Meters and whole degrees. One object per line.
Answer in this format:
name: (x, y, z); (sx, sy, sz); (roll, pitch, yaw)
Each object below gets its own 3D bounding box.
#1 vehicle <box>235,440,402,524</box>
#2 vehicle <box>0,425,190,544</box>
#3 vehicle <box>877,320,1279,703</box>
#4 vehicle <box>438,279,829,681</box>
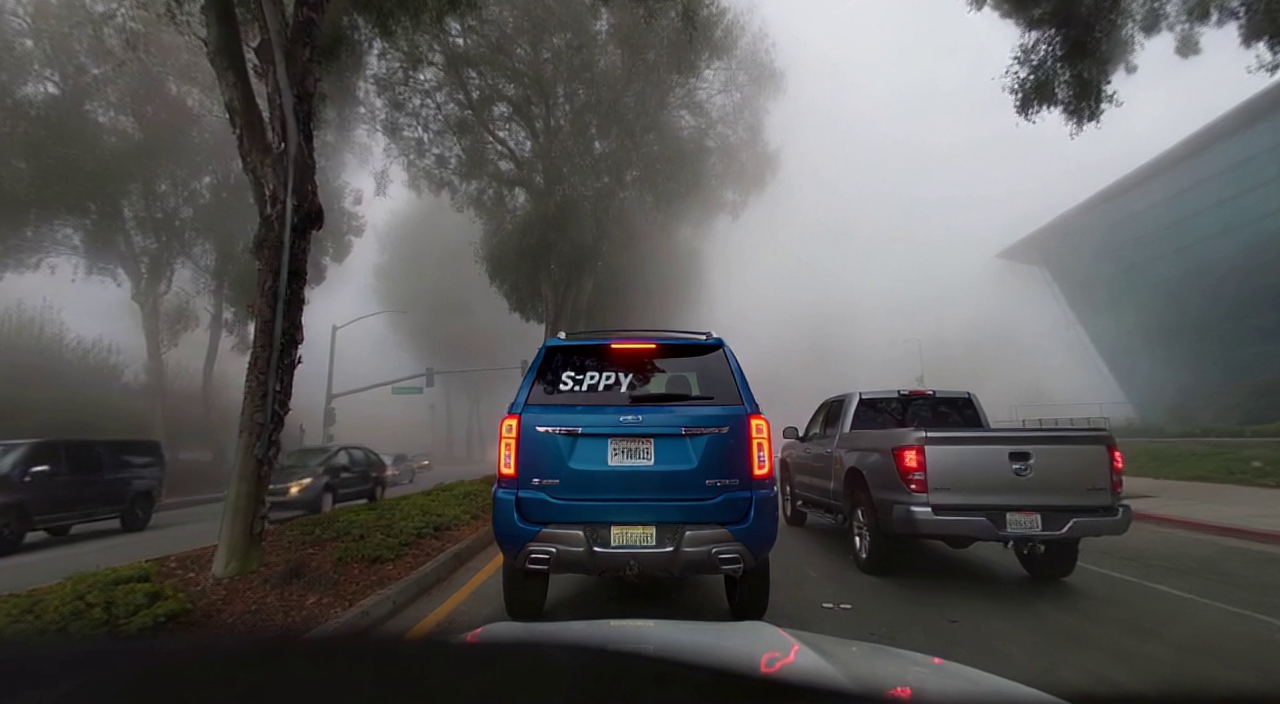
vehicle: (-9.052, 3.650, 18.406); (2.126, 2.027, 5.018); (-2, -9, 1)
vehicle: (-16.120, 3.541, 17.400); (2.741, 2.730, 6.221); (-3, -8, 0)
vehicle: (3.083, 0.988, 3.468); (2.022, 1.700, 4.410); (0, -8, 3)
vehicle: (0.017, 1.037, 5.981); (2.267, 2.372, 4.366); (0, -8, 2)
